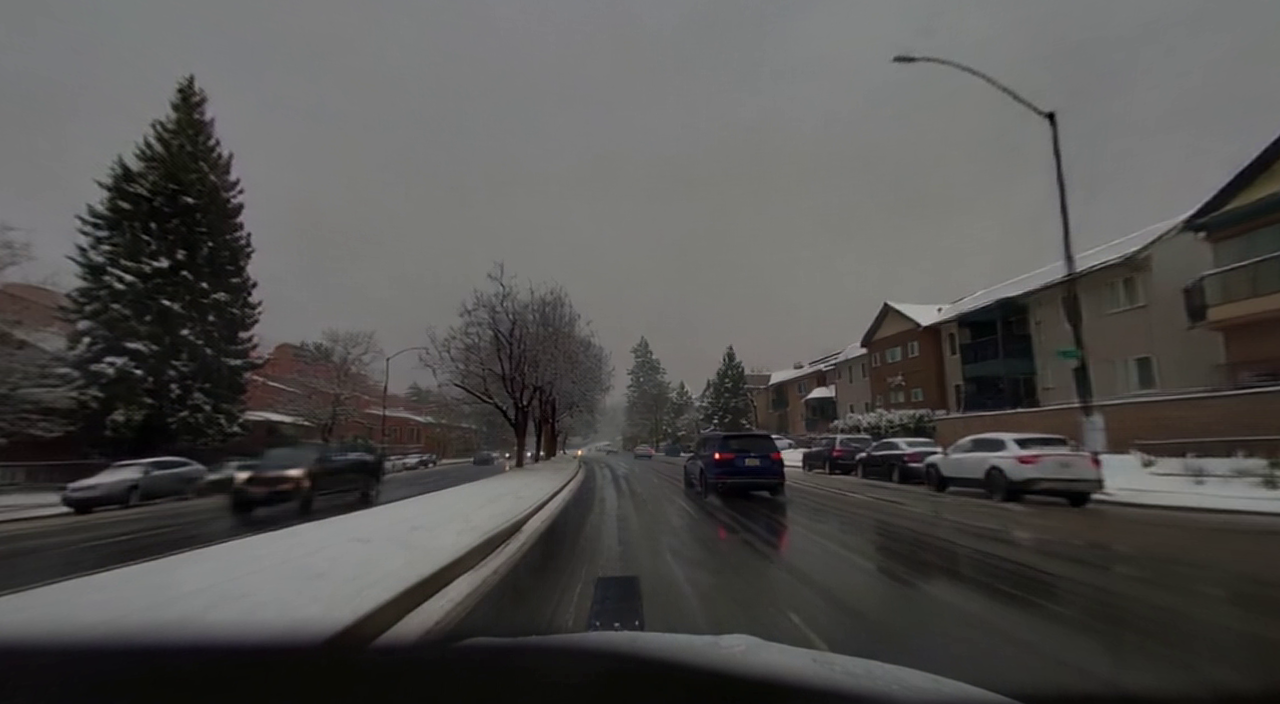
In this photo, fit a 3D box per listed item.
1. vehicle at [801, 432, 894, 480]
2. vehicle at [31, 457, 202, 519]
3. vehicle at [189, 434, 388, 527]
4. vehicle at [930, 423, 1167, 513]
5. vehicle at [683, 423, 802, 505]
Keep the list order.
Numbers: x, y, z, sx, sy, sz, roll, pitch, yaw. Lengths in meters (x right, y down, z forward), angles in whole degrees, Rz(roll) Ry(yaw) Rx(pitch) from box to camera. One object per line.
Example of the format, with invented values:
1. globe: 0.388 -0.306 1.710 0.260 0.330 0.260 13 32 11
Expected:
1. vehicle: 8.873 4.467 27.516 2.052 1.853 4.886 0 -8 -4
2. vehicle: -18.081 4.666 22.215 2.145 1.764 4.653 -1 -8 -2
3. vehicle: -8.202 2.994 15.464 2.233 1.850 4.801 -1 -8 -2
4. vehicle: 9.340 2.676 15.153 2.186 1.750 4.805 0 -8 -4
5. vehicle: 2.429 2.816 16.324 2.085 1.763 4.490 -1 -8 -3
